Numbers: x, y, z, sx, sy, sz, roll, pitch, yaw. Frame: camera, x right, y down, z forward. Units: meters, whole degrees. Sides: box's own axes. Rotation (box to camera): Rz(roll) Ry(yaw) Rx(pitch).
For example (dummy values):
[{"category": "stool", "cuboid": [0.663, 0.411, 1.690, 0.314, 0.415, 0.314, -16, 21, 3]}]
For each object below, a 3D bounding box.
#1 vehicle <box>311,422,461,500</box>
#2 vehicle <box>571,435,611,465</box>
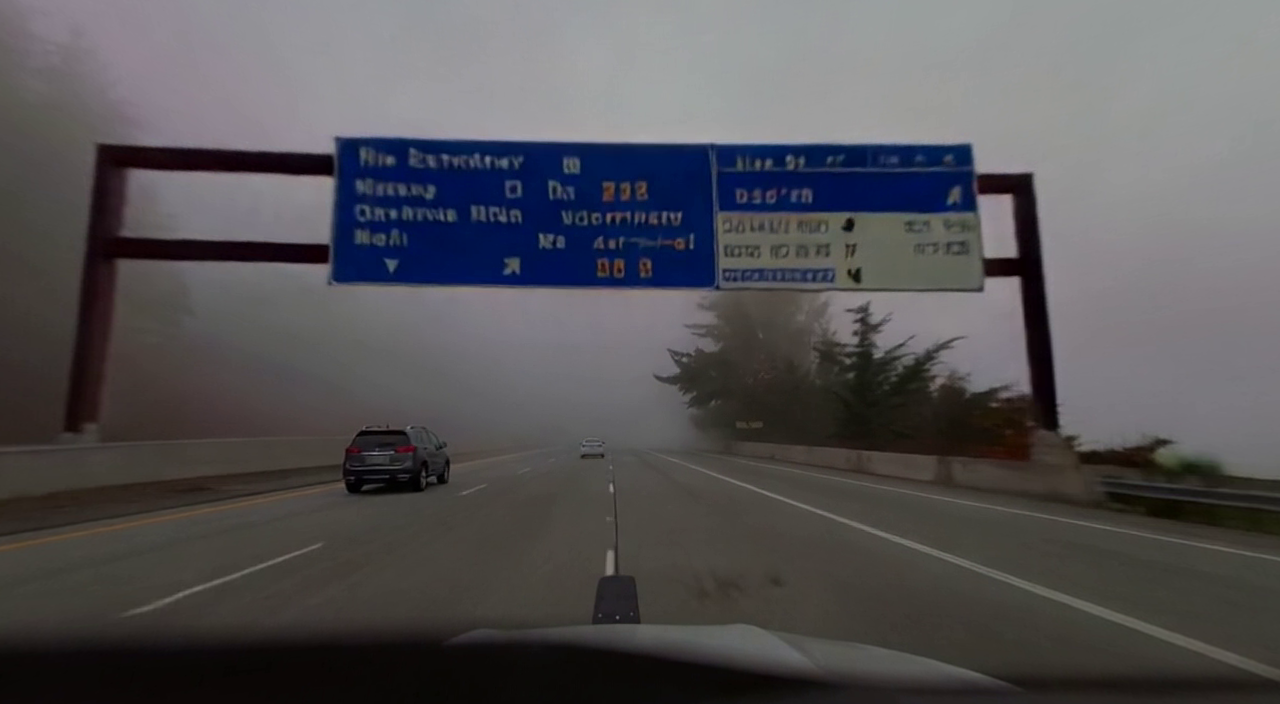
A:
[{"category": "vehicle", "cuboid": [-6.232, 2.703, 16.134, 2.111, 1.689, 4.505, 0, -8, -2]}, {"category": "vehicle", "cuboid": [-2.635, 5.357, 34.735, 2.010, 1.534, 4.013, 0, -8, -1]}]
